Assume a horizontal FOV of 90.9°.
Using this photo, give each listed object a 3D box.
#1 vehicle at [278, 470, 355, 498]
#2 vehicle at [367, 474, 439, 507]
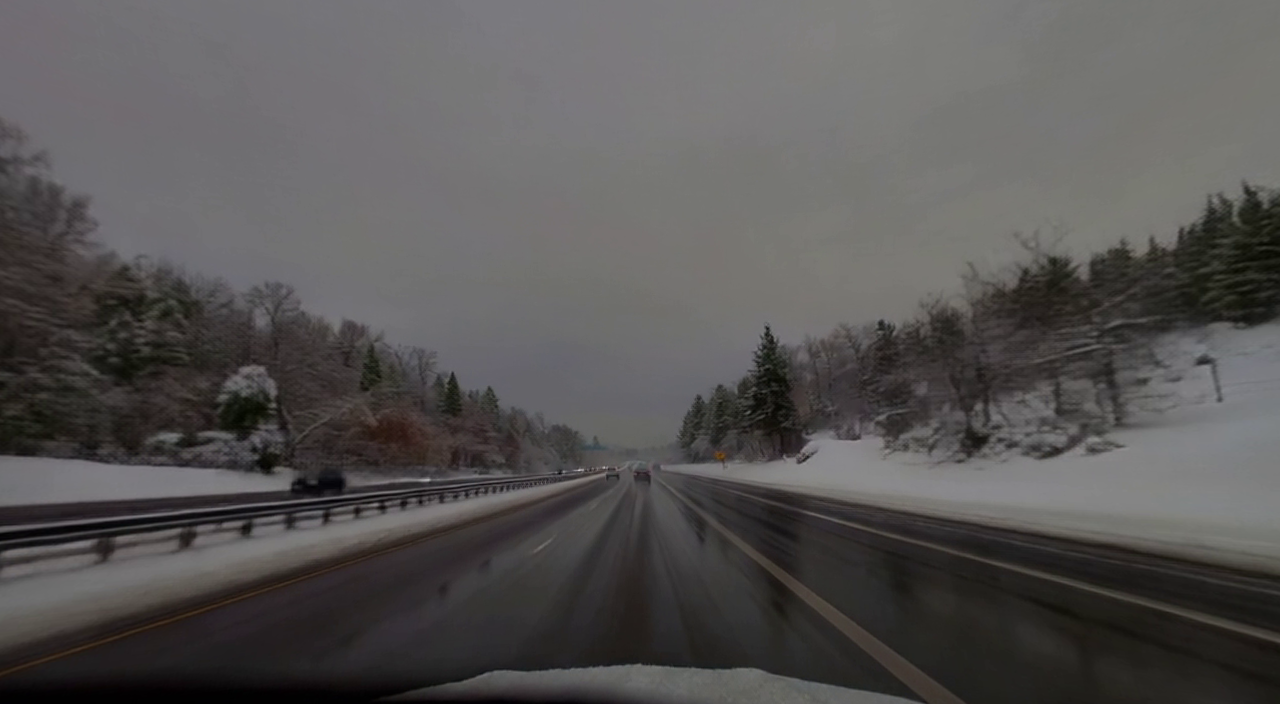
[{"bbox_3d":[-18.990,7.758,37.267,2.004,1.483,4.647,1,-11,1],"label":"vehicle"},{"bbox_3d":[-11.348,6.648,30.547,1.818,1.419,4.237,1,-11,0],"label":"vehicle"}]
